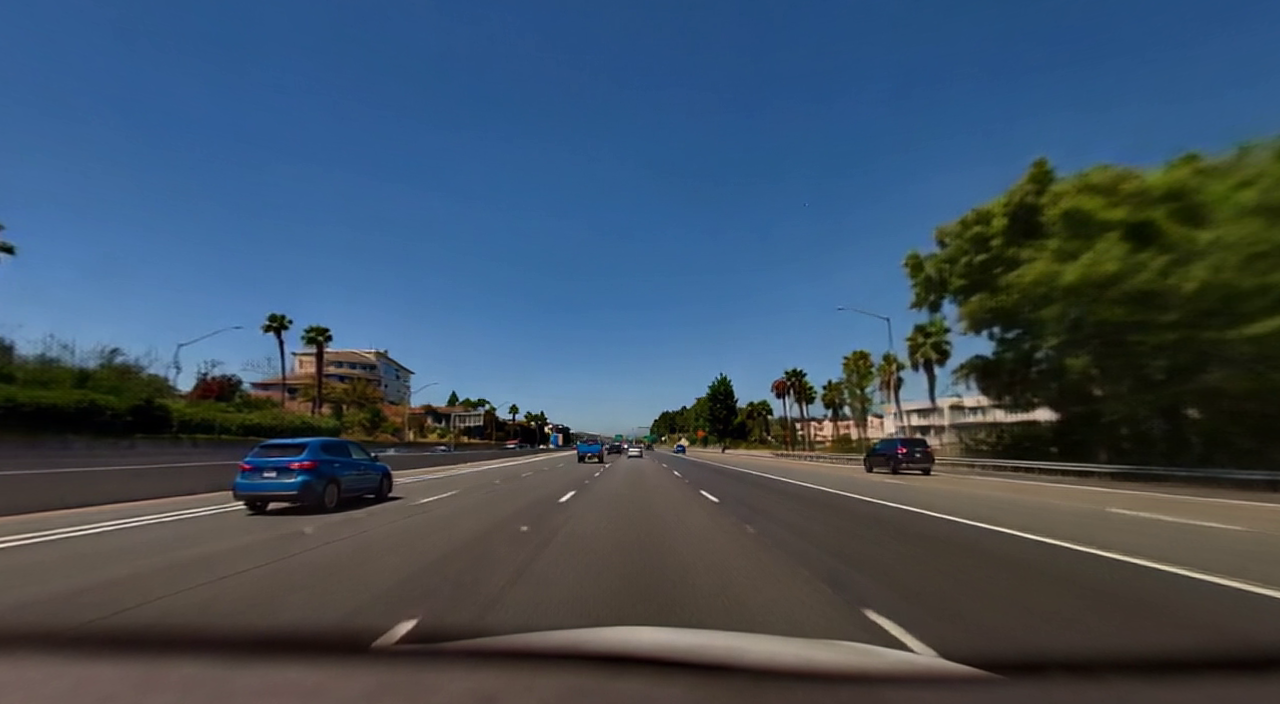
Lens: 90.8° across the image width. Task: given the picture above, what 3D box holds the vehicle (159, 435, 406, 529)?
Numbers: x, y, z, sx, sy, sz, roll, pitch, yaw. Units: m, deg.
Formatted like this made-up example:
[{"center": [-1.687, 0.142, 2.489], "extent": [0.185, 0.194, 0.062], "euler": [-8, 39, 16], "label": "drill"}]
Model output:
[{"center": [-6.657, 2.471, 12.660], "extent": [2.018, 1.480, 4.999], "euler": [0, -9, 0], "label": "vehicle"}]

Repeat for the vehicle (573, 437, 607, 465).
[{"center": [-3.788, 7.607, 48.614], "extent": [2.225, 1.967, 4.673], "euler": [0, -9, -1], "label": "vehicle"}]

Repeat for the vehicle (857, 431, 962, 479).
[{"center": [10.944, 4.243, 26.095], "extent": [2.168, 1.792, 4.457], "euler": [0, -9, -2], "label": "vehicle"}]
